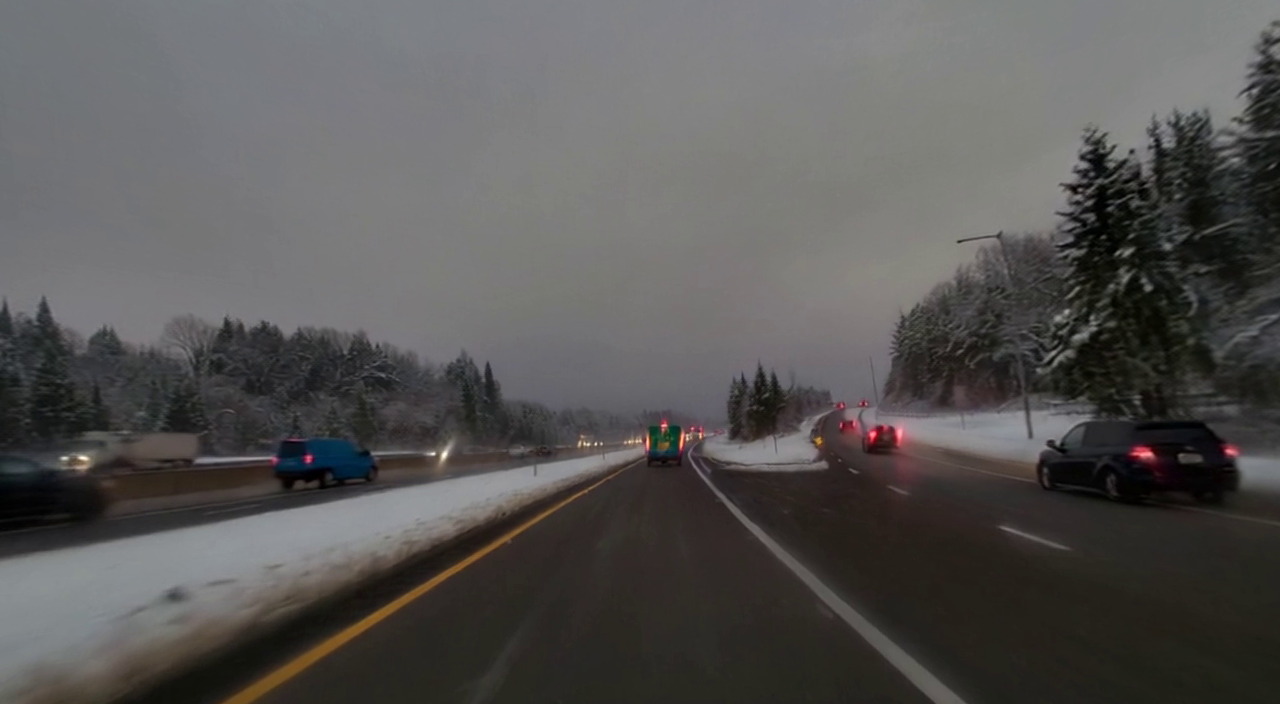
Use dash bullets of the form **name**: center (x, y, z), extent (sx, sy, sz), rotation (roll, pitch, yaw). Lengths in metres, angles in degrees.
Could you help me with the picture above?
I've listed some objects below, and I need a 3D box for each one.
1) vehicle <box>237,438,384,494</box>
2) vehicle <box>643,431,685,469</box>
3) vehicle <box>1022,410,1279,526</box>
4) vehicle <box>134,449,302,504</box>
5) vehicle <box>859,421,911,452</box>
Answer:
- **vehicle**: center (-13.054, 4.512, 25.682), extent (2.298, 1.964, 6.364), rotation (-1, -8, 3)
- **vehicle**: center (1.248, 5.192, 33.688), extent (2.043, 1.821, 4.558), rotation (-1, -8, 1)
- **vehicle**: center (9.177, 2.007, 11.480), extent (2.098, 1.654, 4.637), rotation (-2, -8, 9)
- **vehicle**: center (-13.419, 3.950, 20.458), extent (2.747, 1.505, 3.932), rotation (-1, -8, 0)
- **vehicle**: center (15.238, 5.287, 39.542), extent (2.167, 1.798, 4.838), rotation (-2, -8, 11)
